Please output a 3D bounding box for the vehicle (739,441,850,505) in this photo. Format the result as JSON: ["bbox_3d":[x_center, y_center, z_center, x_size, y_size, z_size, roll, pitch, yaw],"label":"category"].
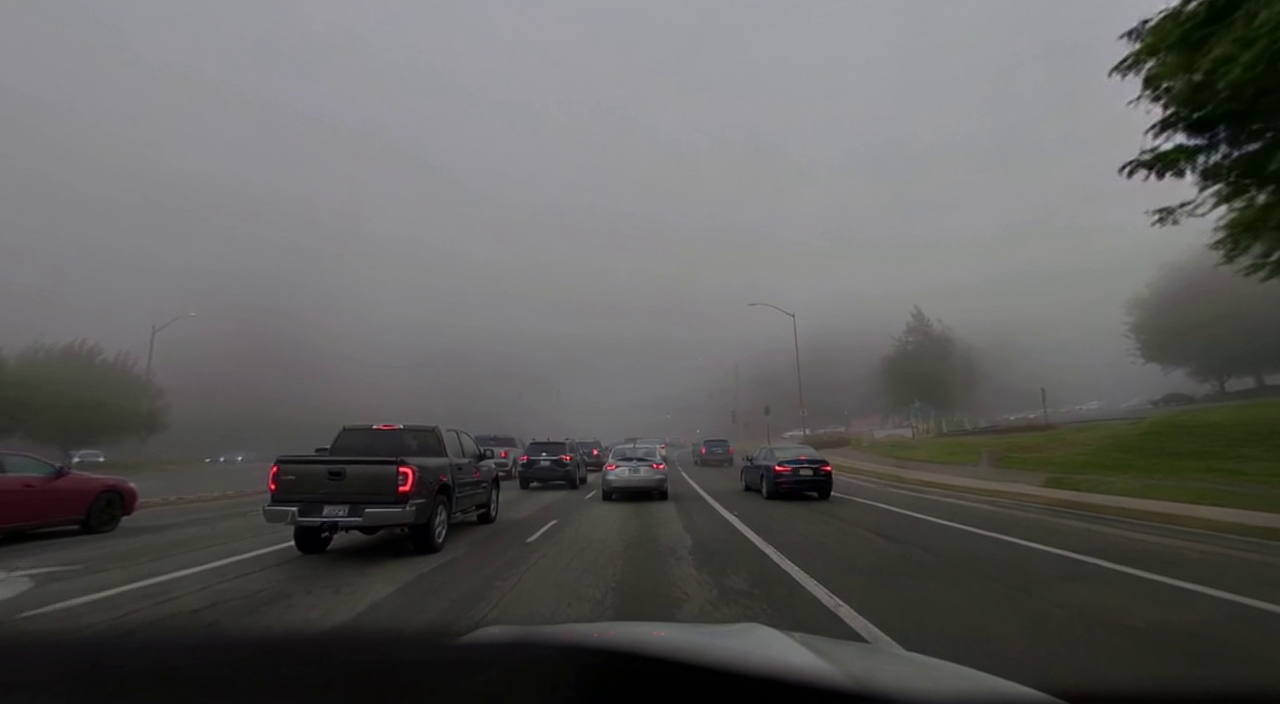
[{"bbox_3d":[3.939,3.148,16.918,1.884,1.463,4.195,0,-9,0],"label":"vehicle"}]

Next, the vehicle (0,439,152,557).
[{"bbox_3d":[-9.198,1.874,8.170,2.146,1.480,4.589,0,-9,-1],"label":"vehicle"}]

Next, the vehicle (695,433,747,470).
[{"bbox_3d":[4.236,5.304,33.770,2.099,1.845,4.363,0,-9,-1],"label":"vehicle"}]

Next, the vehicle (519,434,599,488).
[{"bbox_3d":[-2.886,4.036,23.678,2.218,1.829,4.492,-1,-9,3],"label":"vehicle"}]

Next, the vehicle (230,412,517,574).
[{"bbox_3d":[-3.424,1.938,9.607,2.111,1.745,5.274,0,-9,-1],"label":"vehicle"}]

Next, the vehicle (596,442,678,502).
[{"bbox_3d":[-0.058,3.340,18.048,2.030,1.477,4.330,0,-9,1],"label":"vehicle"}]
